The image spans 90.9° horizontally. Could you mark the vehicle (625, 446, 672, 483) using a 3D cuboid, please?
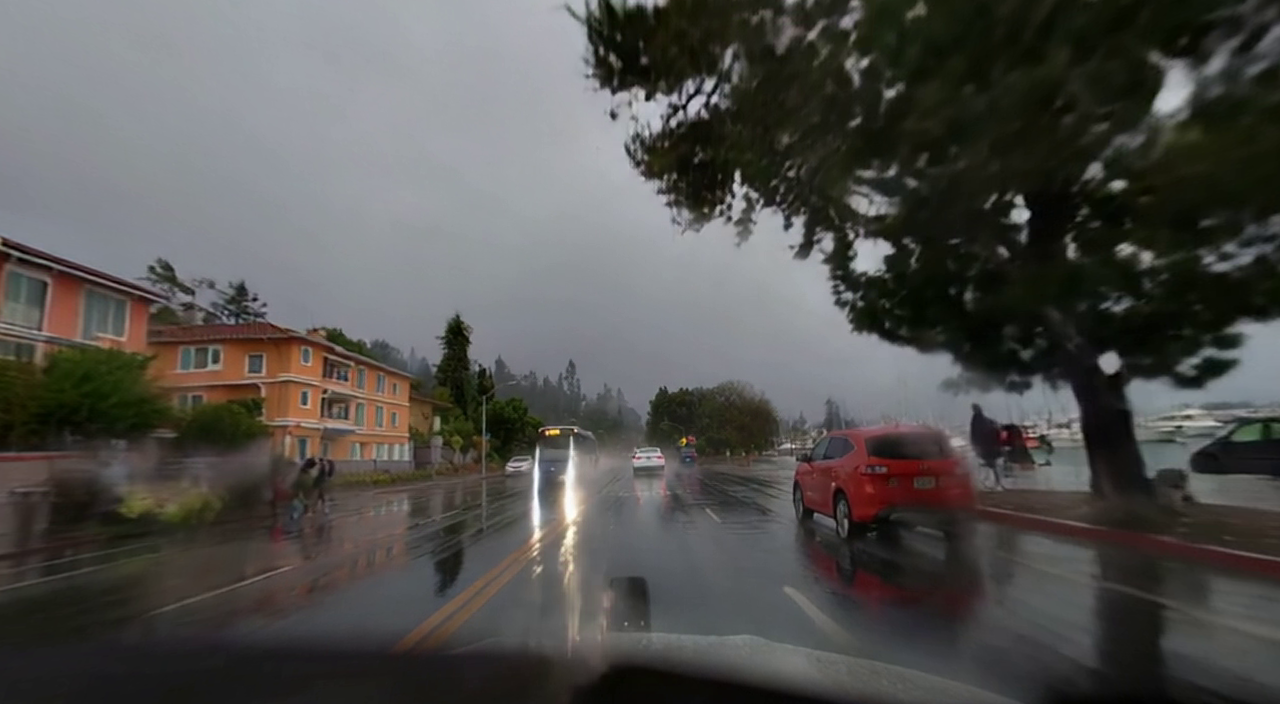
[{"bbox_3d":[0.375,5.440,30.713,2.132,1.632,3.838,0,-9,0],"label":"vehicle"}]

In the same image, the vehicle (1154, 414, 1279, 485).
[{"bbox_3d":[15.124,2.230,14.749,1.967,1.526,5.016,-4,-9,1],"label":"vehicle"}]

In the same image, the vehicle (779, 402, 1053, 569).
[{"bbox_3d":[3.508,1.800,9.159,2.000,1.809,4.405,-1,-9,1],"label":"vehicle"}]

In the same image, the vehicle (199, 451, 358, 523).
[{"bbox_3d":[-10.755,3.983,19.281,2.107,1.868,4.690,0,-9,-1],"label":"vehicle"}]

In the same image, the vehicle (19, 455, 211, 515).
[{"bbox_3d":[-17.445,4.414,21.178,4.371,1.813,2.086,1,-9,-6],"label":"vehicle"}]

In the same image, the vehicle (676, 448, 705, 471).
[{"bbox_3d":[3.874,8.325,48.988,1.876,1.626,3.851,0,-9,-1],"label":"vehicle"}]

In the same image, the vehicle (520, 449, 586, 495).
[{"bbox_3d":[-3.218,4.512,24.083,1.893,1.583,4.107,-1,-9,1],"label":"vehicle"}]
